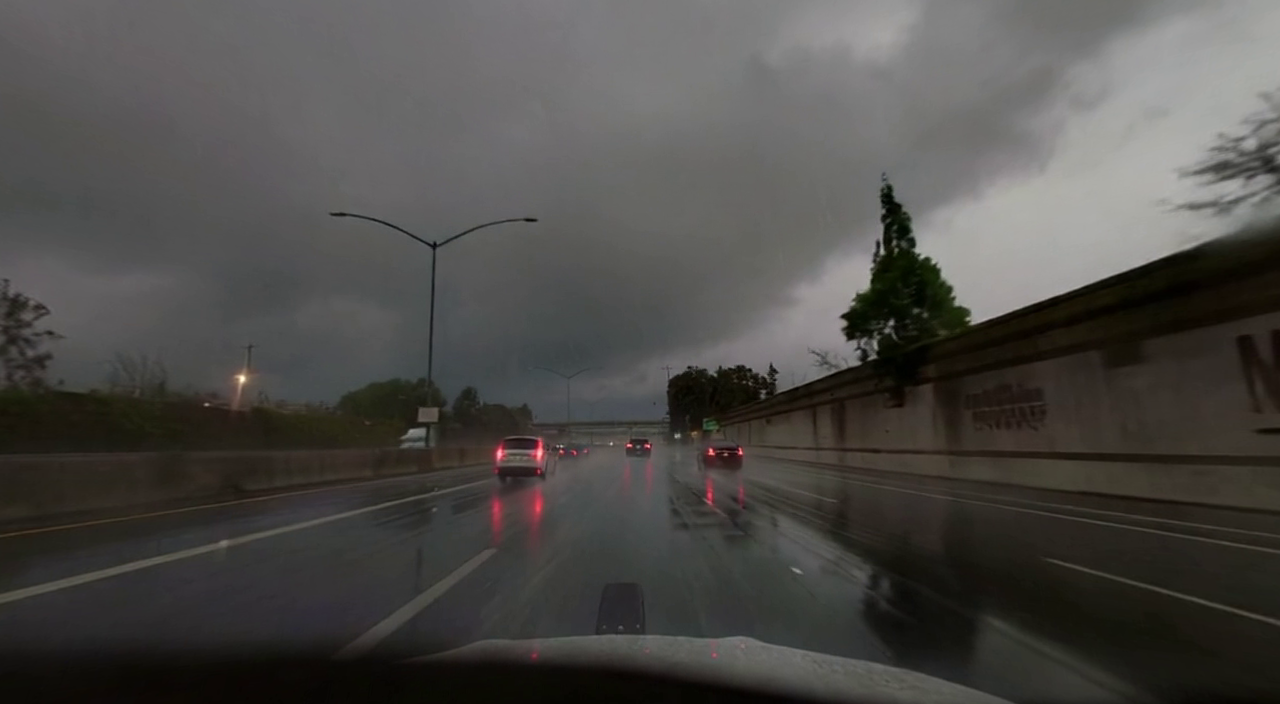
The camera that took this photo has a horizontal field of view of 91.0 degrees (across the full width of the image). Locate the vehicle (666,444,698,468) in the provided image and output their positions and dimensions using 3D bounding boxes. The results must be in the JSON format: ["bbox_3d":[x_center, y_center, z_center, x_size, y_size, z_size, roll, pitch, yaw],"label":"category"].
[{"bbox_3d":[3.261,8.177,49.668,2.162,1.766,4.740,0,-9,-1],"label":"vehicle"}]

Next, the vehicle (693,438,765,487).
[{"bbox_3d":[3.485,4.441,25.629,2.224,1.752,4.487,0,-9,-1],"label":"vehicle"}]

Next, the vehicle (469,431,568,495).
[{"bbox_3d":[-3.821,3.628,20.959,2.184,1.819,5.441,0,-9,0],"label":"vehicle"}]

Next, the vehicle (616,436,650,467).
[{"bbox_3d":[-0.477,7.572,48.235,2.485,2.215,5.199,0,-9,0],"label":"vehicle"}]

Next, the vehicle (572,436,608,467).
[{"bbox_3d":[-3.777,7.596,48.170,2.378,2.214,4.352,0,-9,0],"label":"vehicle"}]
